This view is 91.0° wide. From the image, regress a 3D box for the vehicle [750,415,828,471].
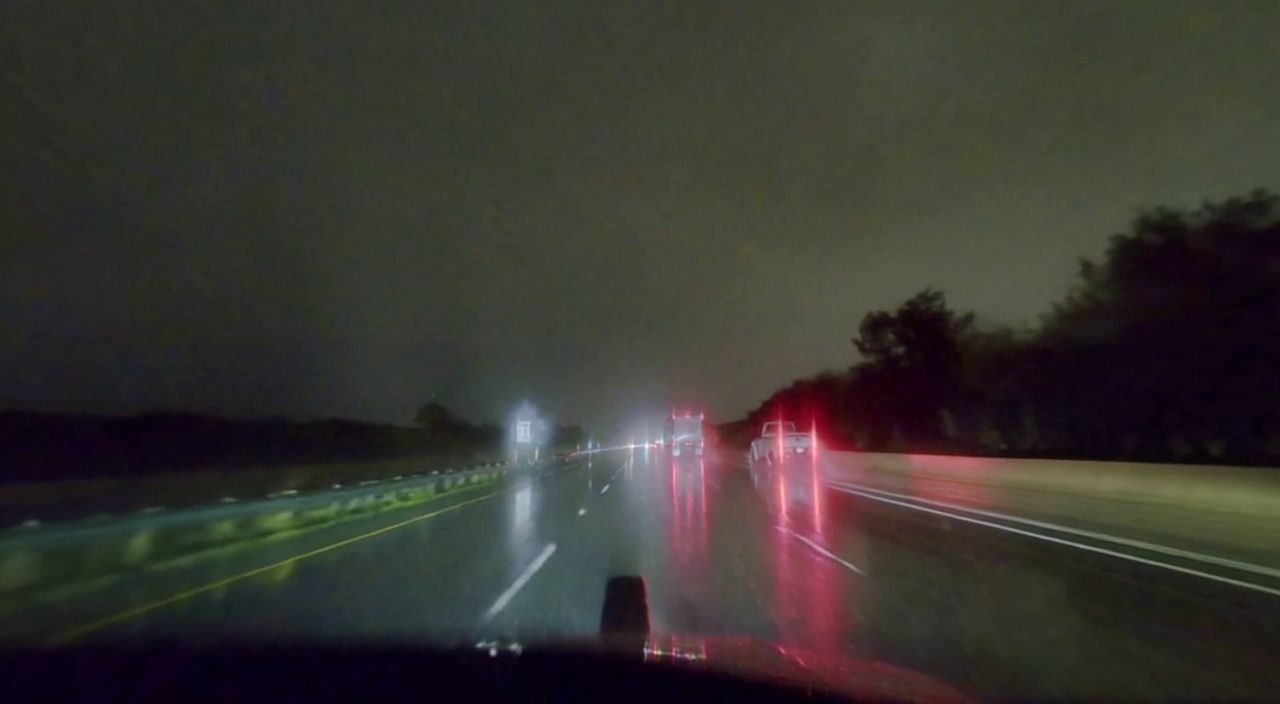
[{"bbox_3d":[7.963,4.994,34.538,2.474,2.730,7.349,0,-8,0],"label":"vehicle"}]
